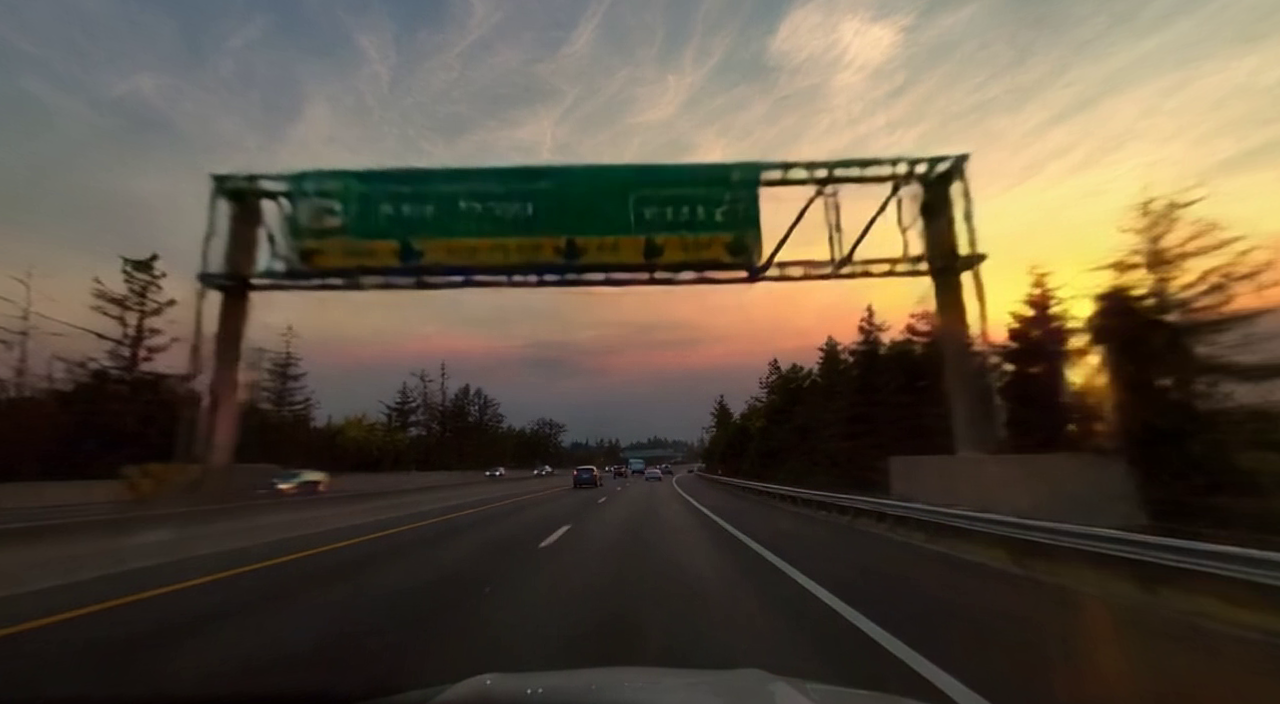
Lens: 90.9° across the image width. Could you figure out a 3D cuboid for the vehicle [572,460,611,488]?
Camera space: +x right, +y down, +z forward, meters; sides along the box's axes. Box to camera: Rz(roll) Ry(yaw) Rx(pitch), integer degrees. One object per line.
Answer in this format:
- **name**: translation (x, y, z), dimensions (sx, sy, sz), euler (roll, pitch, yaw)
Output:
- **vehicle**: translation (-3.258, 8.330, 43.119), dimensions (2.160, 1.721, 4.368), euler (0, -10, 3)
